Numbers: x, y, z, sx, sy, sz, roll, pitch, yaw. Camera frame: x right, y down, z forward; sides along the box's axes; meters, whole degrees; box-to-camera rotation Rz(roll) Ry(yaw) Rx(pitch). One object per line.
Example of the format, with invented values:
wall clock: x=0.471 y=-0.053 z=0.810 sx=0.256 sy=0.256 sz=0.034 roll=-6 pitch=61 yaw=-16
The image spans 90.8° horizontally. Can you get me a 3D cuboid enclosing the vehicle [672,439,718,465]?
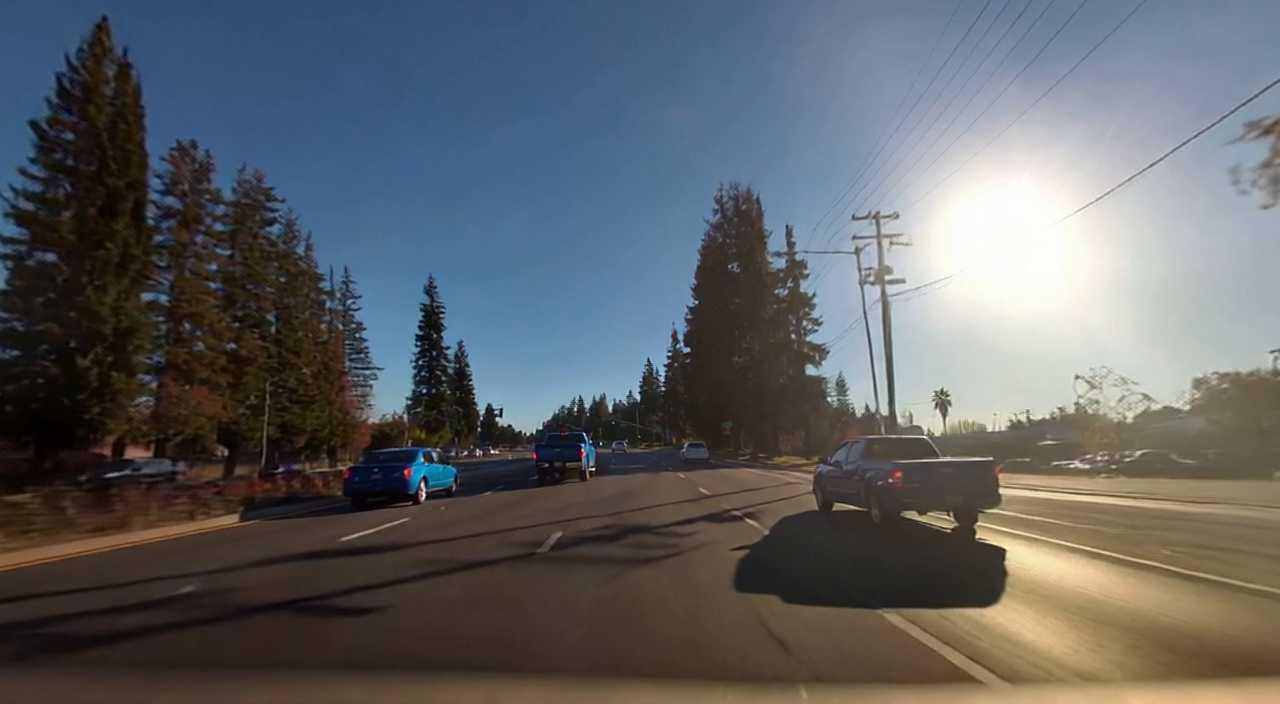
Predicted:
vehicle: x=3.213 y=6.001 z=37.893 sx=2.071 sy=1.435 sz=4.226 roll=0 pitch=-9 yaw=-4

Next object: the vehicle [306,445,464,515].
vehicle: x=-6.223 y=3.161 z=16.186 sx=2.035 sy=1.497 sz=4.723 roll=0 pitch=-9 yaw=1

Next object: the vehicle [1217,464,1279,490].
vehicle: x=36.609 y=7.317 z=37.077 sx=3.635 sy=1.401 sz=1.691 roll=-2 pitch=-10 yaw=3

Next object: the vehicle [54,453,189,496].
vehicle: x=-28.071 y=6.606 z=34.586 sx=2.218 sy=2.034 sz=6.104 roll=0 pitch=-9 yaw=0

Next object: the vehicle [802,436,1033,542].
vehicle: x=4.413 y=2.226 z=11.024 sx=1.840 sy=1.428 sz=4.602 roll=0 pitch=-9 yaw=-2

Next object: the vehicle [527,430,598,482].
vehicle: x=-3.211 y=4.495 z=27.682 sx=2.467 sy=1.991 sz=6.089 roll=0 pitch=-9 yaw=-1

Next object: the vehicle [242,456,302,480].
vehicle: x=-28.809 y=9.091 z=49.611 sx=1.911 sy=1.701 sz=4.473 roll=0 pitch=-8 yaw=1
